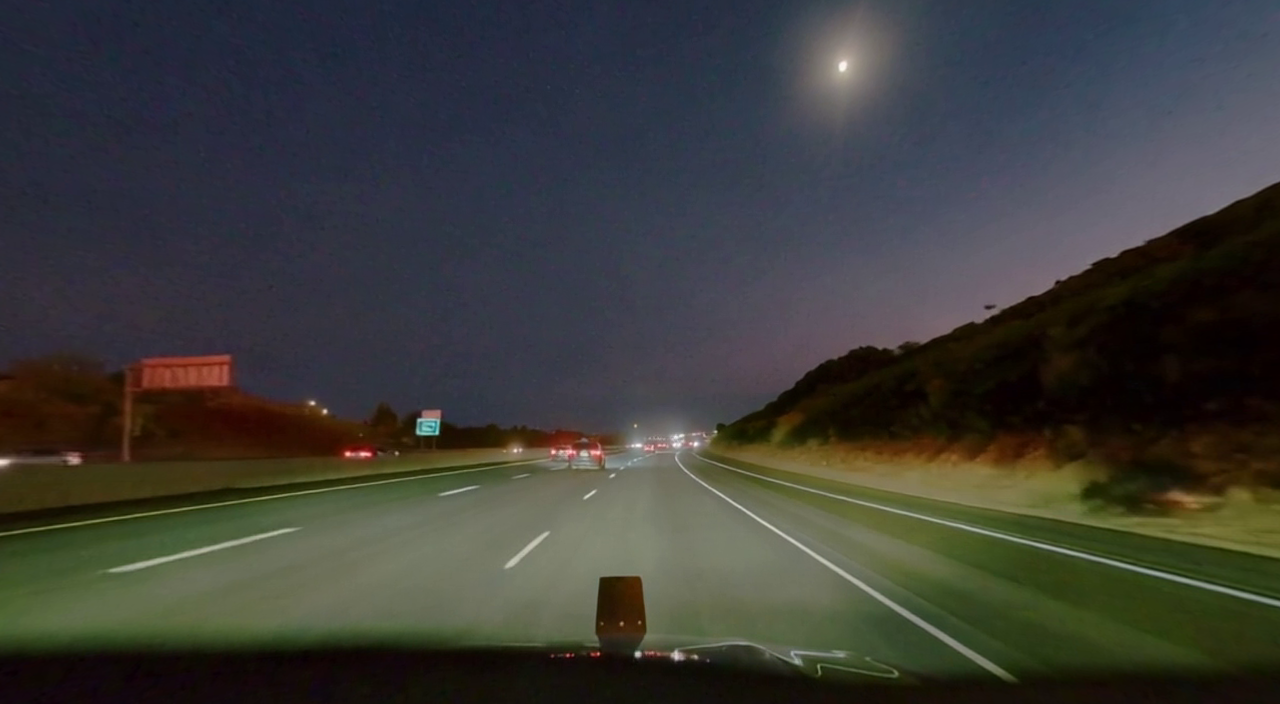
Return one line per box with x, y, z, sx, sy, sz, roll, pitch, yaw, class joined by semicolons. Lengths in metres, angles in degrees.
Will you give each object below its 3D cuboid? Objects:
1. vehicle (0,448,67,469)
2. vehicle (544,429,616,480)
-46.176;8.015;47.371;1.798;1.481;4.117;0;-8;2;vehicle
-2.371;4.275;26.382;2.413;1.896;5.218;0;-8;1;vehicle
